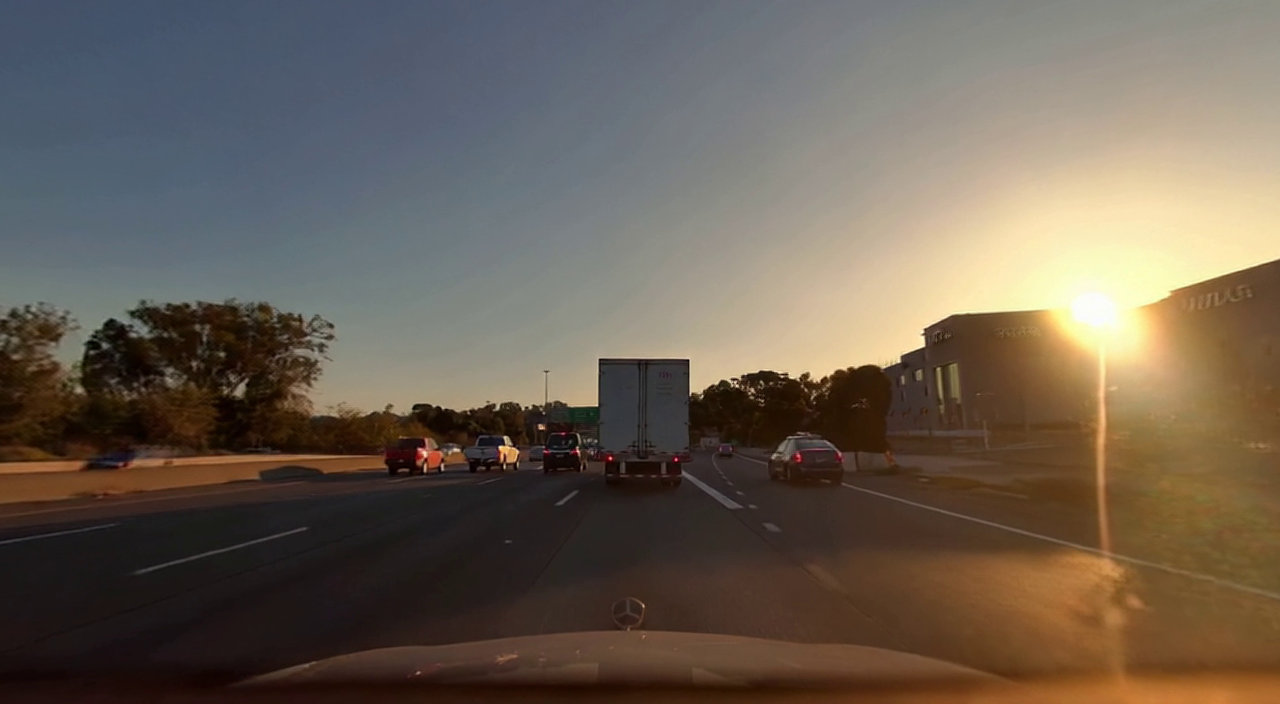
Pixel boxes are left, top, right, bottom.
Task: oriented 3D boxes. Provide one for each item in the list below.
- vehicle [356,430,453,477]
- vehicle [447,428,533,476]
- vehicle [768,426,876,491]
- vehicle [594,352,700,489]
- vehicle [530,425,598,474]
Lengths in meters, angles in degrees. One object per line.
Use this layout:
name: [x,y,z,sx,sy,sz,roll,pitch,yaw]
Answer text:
vehicle: [-10.443,4.579,28.591,2.089,1.885,5.888,0,-9,0]
vehicle: [-6.803,4.654,29.417,2.479,1.978,5.952,0,-9,1]
vehicle: [5.607,3.367,20.158,2.137,1.796,4.817,0,-9,2]
vehicle: [0.092,2.617,22.495,2.941,3.794,9.851,0,-9,-1]
vehicle: [-3.424,4.580,29.739,2.379,2.075,6.169,0,-9,1]
